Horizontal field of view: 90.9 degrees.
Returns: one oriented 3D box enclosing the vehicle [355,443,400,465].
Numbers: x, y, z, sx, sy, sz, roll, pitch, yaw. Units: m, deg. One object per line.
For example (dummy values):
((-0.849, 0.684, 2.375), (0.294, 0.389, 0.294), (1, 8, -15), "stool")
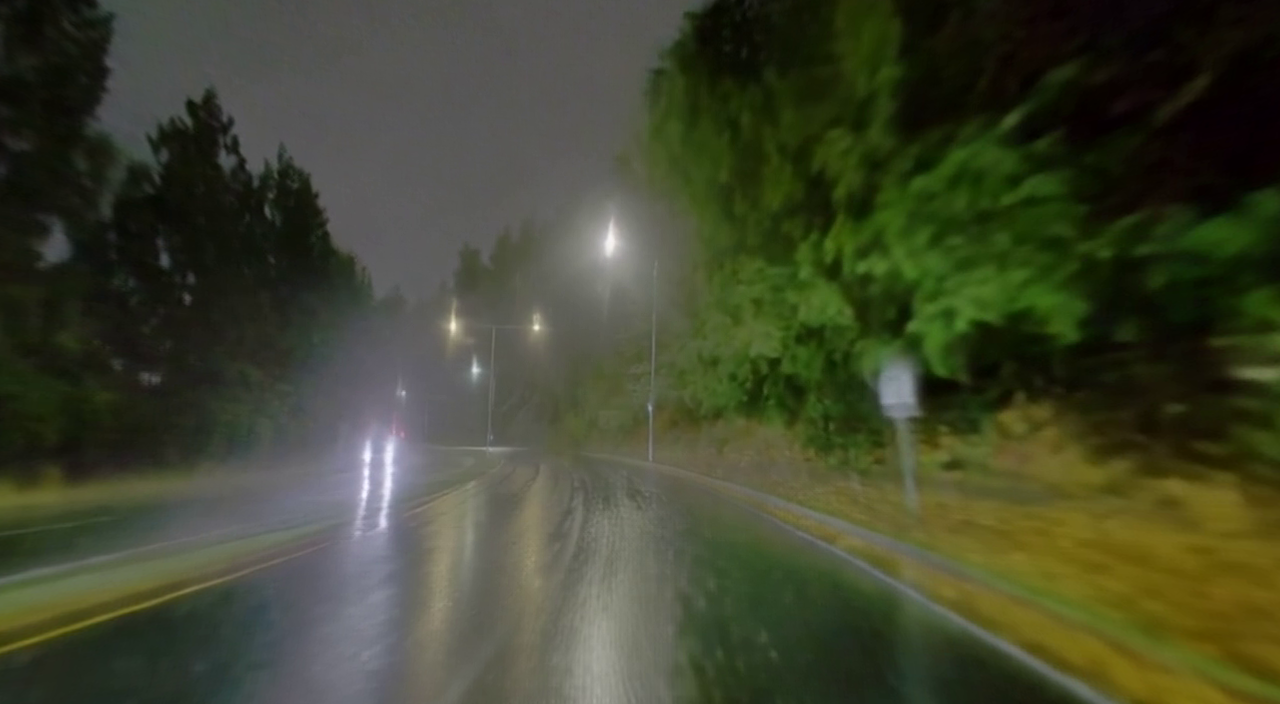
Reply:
((-18.363, 7.152, 44.258), (1.998, 1.430, 4.755), (2, -8, -12), "vehicle")
